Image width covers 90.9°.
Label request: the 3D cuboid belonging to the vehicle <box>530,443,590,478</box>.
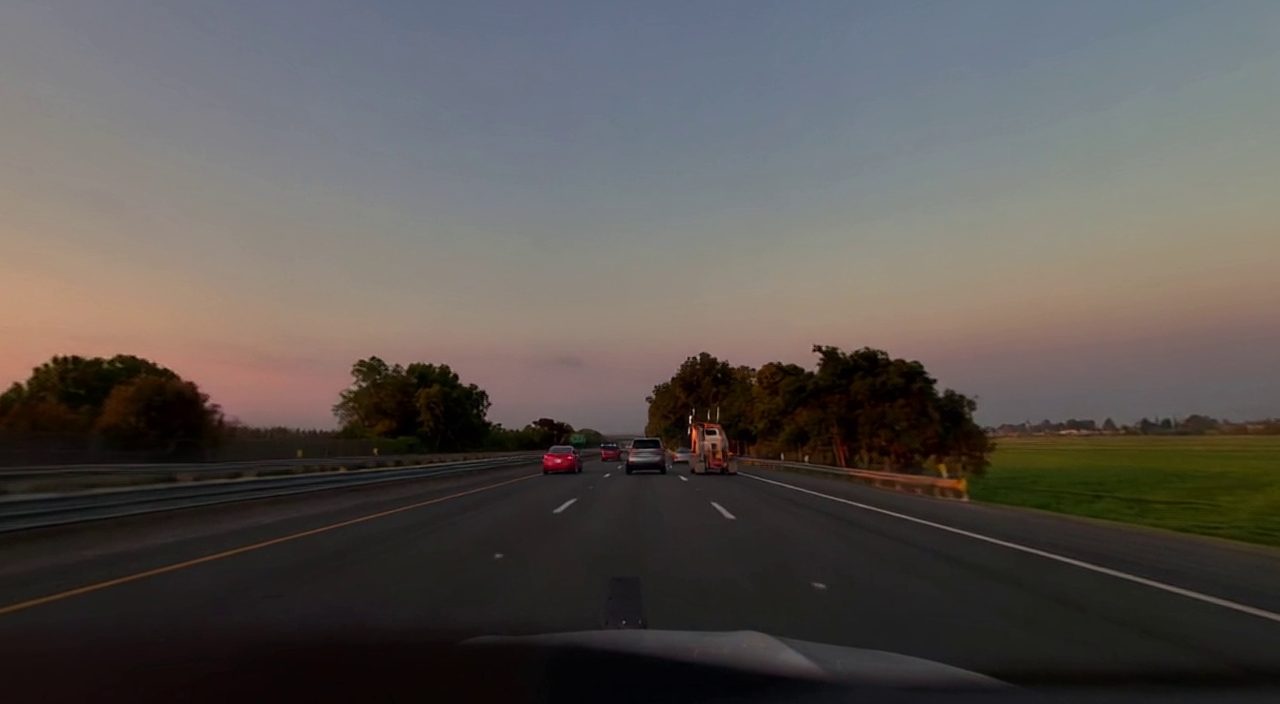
[{"bbox_3d":[-3.593,4.959,29.083,2.096,1.469,4.319,0,-8,2],"label":"vehicle"}]

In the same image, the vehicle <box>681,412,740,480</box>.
[{"bbox_3d":[4.311,6.043,40.802,2.793,3.828,9.580,0,-8,1],"label":"vehicle"}]

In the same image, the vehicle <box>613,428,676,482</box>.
[{"bbox_3d":[0.179,4.167,25.722,2.308,1.993,4.631,0,-8,0],"label":"vehicle"}]
